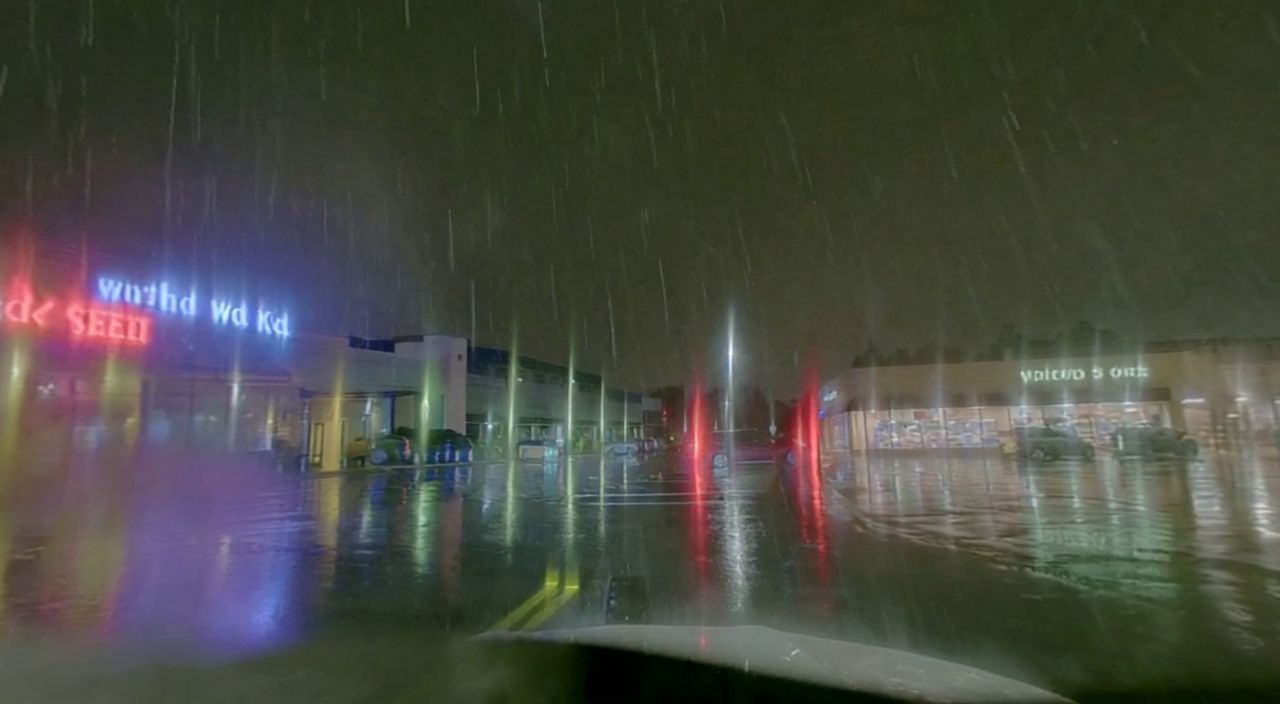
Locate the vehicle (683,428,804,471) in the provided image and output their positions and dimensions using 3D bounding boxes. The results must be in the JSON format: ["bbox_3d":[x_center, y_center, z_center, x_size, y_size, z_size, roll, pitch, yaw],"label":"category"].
[{"bbox_3d":[4.338,4.077,26.469,4.706,1.663,1.993,-3,-9,20],"label":"vehicle"}]

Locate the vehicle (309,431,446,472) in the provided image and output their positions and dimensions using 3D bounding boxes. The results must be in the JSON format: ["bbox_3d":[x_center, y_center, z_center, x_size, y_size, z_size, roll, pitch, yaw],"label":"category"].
[{"bbox_3d":[-10.707,4.074,25.895,4.814,1.618,1.869,-1,-9,5],"label":"vehicle"}]
